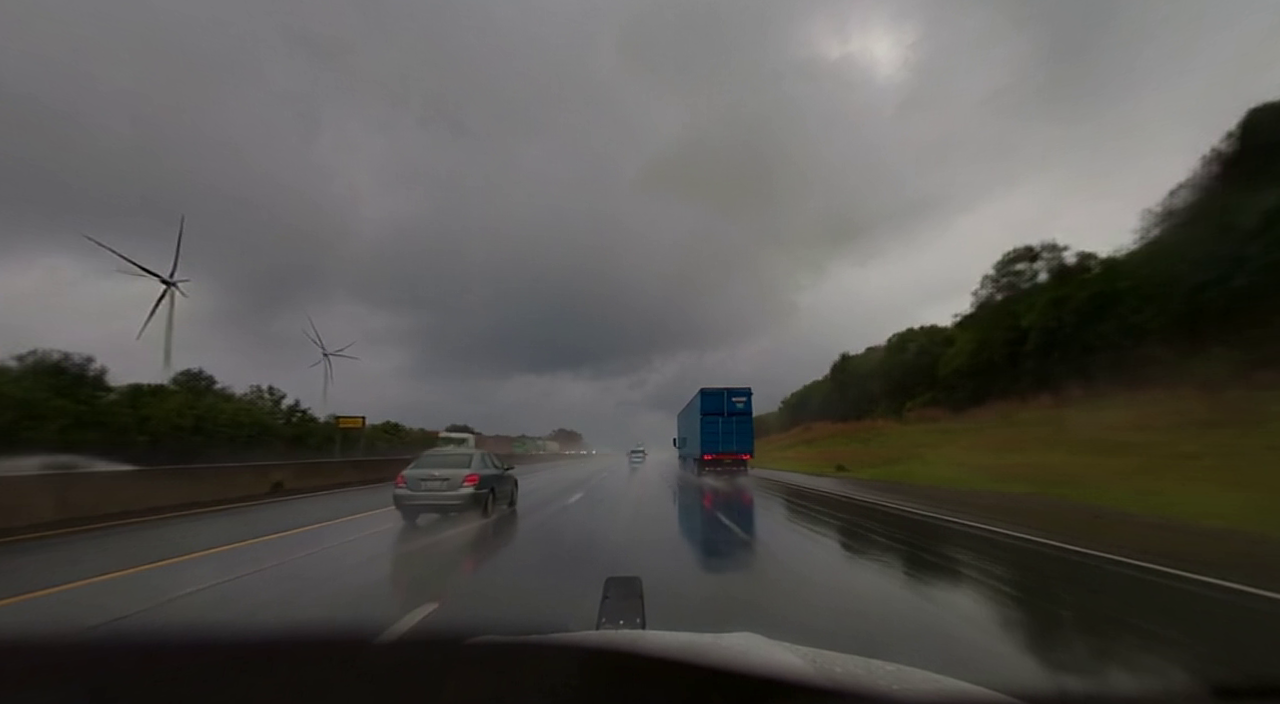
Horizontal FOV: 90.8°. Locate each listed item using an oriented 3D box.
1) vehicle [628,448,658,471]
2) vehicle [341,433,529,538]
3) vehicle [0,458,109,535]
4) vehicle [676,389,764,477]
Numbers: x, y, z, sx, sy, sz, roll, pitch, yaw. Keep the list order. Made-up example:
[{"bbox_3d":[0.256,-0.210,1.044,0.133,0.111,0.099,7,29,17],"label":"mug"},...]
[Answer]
[{"bbox_3d":[0.166,7.099,41.951,1.931,1.453,3.695,0,-9,-1],"label":"vehicle"},{"bbox_3d":[-3.352,2.265,11.299,1.952,1.521,4.095,0,-9,0],"label":"vehicle"},{"bbox_3d":[-12.835,2.782,12.260,1.777,1.394,3.724,0,-9,-1],"label":"vehicle"},{"bbox_3d":[4.009,4.703,35.466,2.947,3.989,13.568,0,-9,-1],"label":"vehicle"}]
